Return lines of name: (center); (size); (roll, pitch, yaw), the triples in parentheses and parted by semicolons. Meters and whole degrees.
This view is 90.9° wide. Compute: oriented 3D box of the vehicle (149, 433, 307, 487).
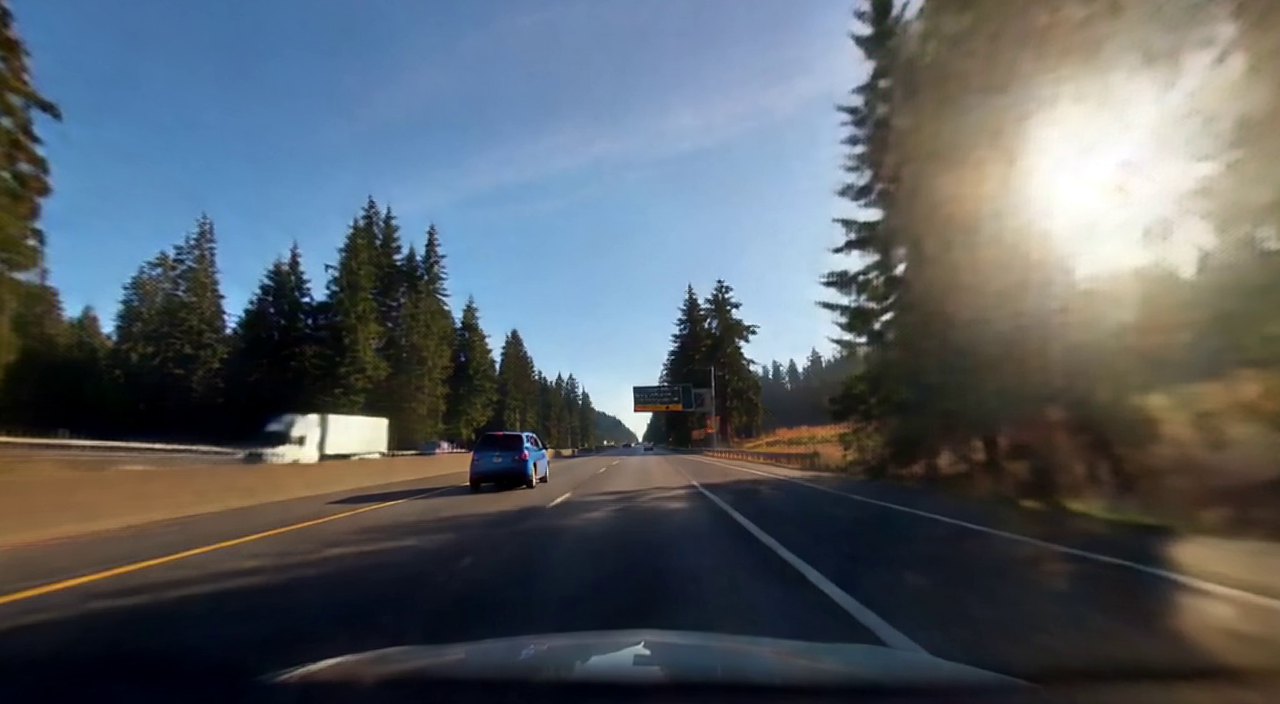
vehicle: (-16.876, 4.433, 26.432); (2.365, 1.955, 6.279); (0, -8, 0)

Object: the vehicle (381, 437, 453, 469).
vehicle: (-13.177, 5.994, 37.743); (2.206, 1.752, 5.690); (0, -8, 1)

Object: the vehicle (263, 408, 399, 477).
vehicle: (-16.813, 5.071, 35.322); (2.774, 3.321, 8.975); (0, -8, 2)

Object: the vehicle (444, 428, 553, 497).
vehicle: (-3.912, 3.139, 18.319); (2.084, 1.752, 4.479); (0, -8, 1)
